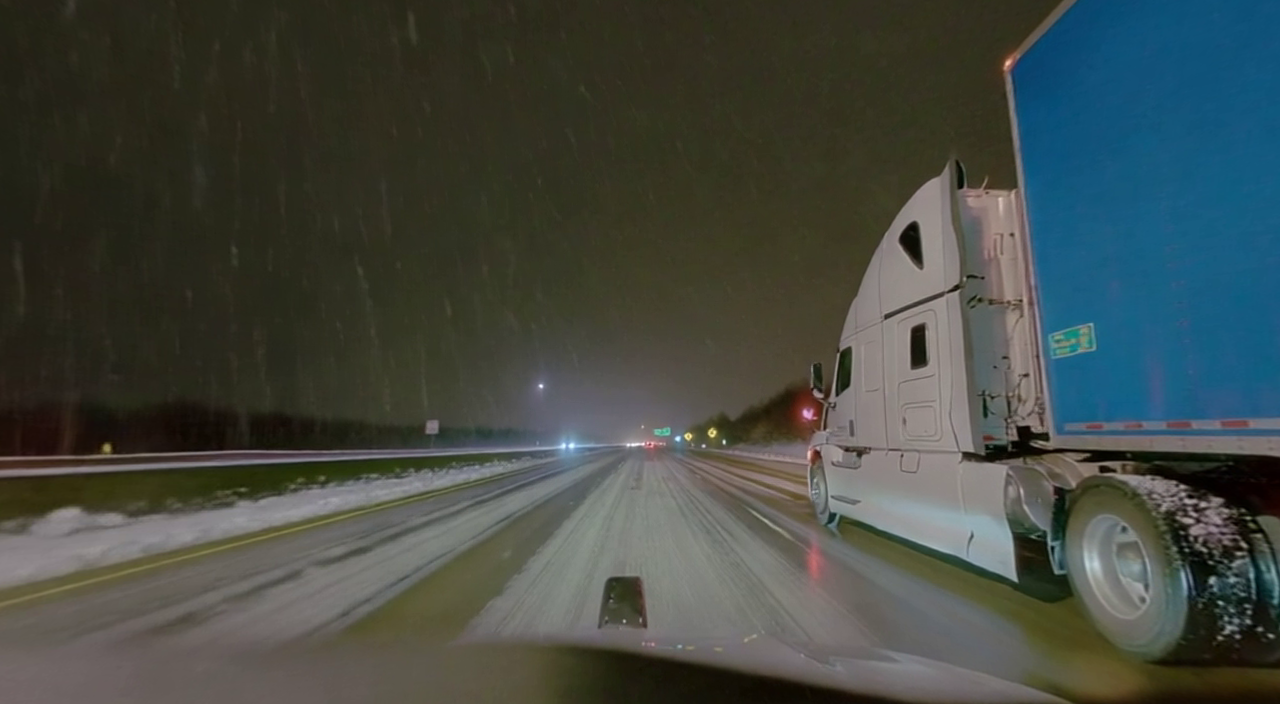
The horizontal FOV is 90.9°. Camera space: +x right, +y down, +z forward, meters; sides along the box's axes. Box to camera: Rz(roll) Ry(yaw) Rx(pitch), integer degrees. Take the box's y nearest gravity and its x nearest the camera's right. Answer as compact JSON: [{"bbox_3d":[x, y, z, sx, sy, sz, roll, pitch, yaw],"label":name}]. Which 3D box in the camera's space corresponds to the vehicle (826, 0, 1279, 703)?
[{"bbox_3d":[3.769,-0.191,2.993,3.012,3.768,8.945,0,-9,0],"label":"vehicle"}]
